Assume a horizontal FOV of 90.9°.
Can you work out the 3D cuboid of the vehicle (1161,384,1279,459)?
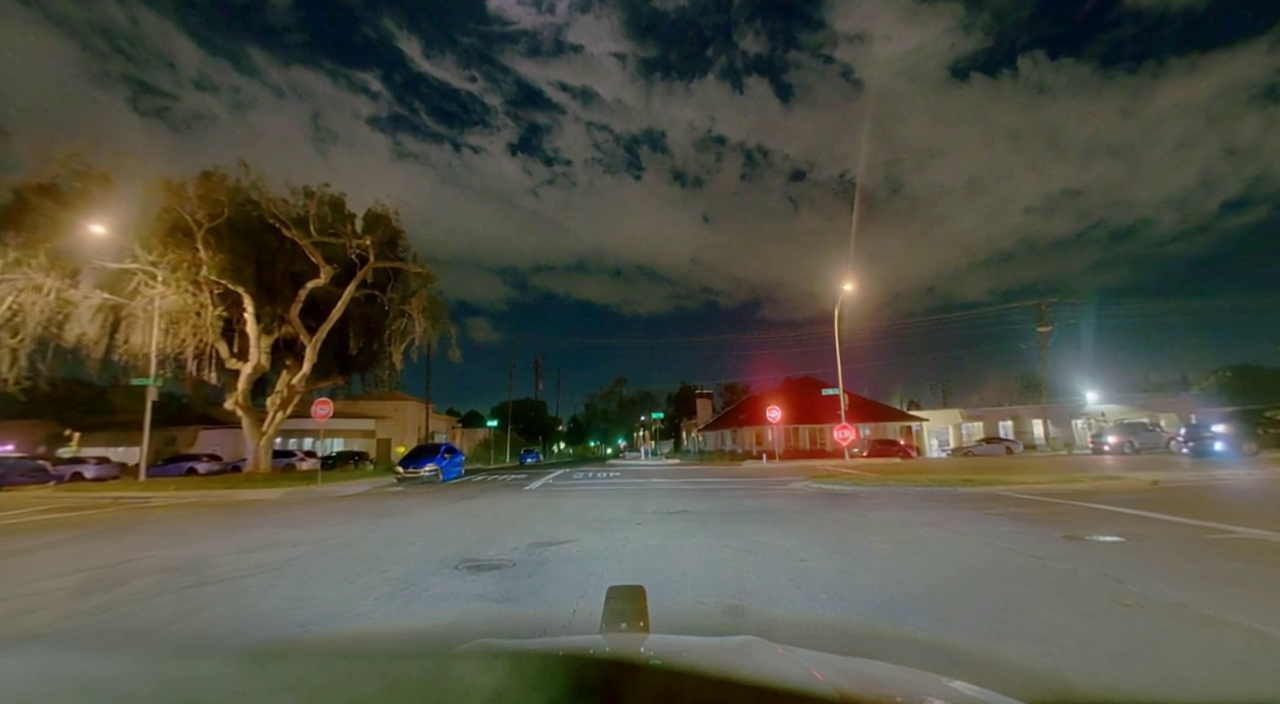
[{"bbox_3d":[33.109,3.566,32.209,10.986,3.604,2.707,0,-10,-6],"label":"vehicle"}]

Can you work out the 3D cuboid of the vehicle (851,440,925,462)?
[{"bbox_3d":[17.874,7.117,45.529,4.528,1.458,1.939,1,-7,-4],"label":"vehicle"}]

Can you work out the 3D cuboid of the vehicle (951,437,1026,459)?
[{"bbox_3d":[25.403,7.002,46.014,4.323,1.507,1.896,0,-8,-4],"label":"vehicle"}]

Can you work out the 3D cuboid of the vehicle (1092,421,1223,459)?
[{"bbox_3d":[28.847,4.909,35.256,5.277,2.032,2.408,1,-7,-4],"label":"vehicle"}]

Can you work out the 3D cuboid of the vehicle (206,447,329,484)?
[{"bbox_3d":[-17.789,5.375,30.311,2.010,1.583,4.582,-6,-10,34],"label":"vehicle"}]

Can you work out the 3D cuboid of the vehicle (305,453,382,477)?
[{"bbox_3d":[-20.277,7.739,43.222,4.277,1.527,1.987,0,-8,-3],"label":"vehicle"}]

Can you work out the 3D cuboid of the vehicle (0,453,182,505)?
[{"bbox_3d":[-16.621,3.820,19.101,4.233,1.432,1.755,-1,-8,5],"label":"vehicle"}]

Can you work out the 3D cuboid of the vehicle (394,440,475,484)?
[{"bbox_3d":[-8.714,4.674,27.205,2.156,1.620,4.945,0,-7,-4],"label":"vehicle"}]
